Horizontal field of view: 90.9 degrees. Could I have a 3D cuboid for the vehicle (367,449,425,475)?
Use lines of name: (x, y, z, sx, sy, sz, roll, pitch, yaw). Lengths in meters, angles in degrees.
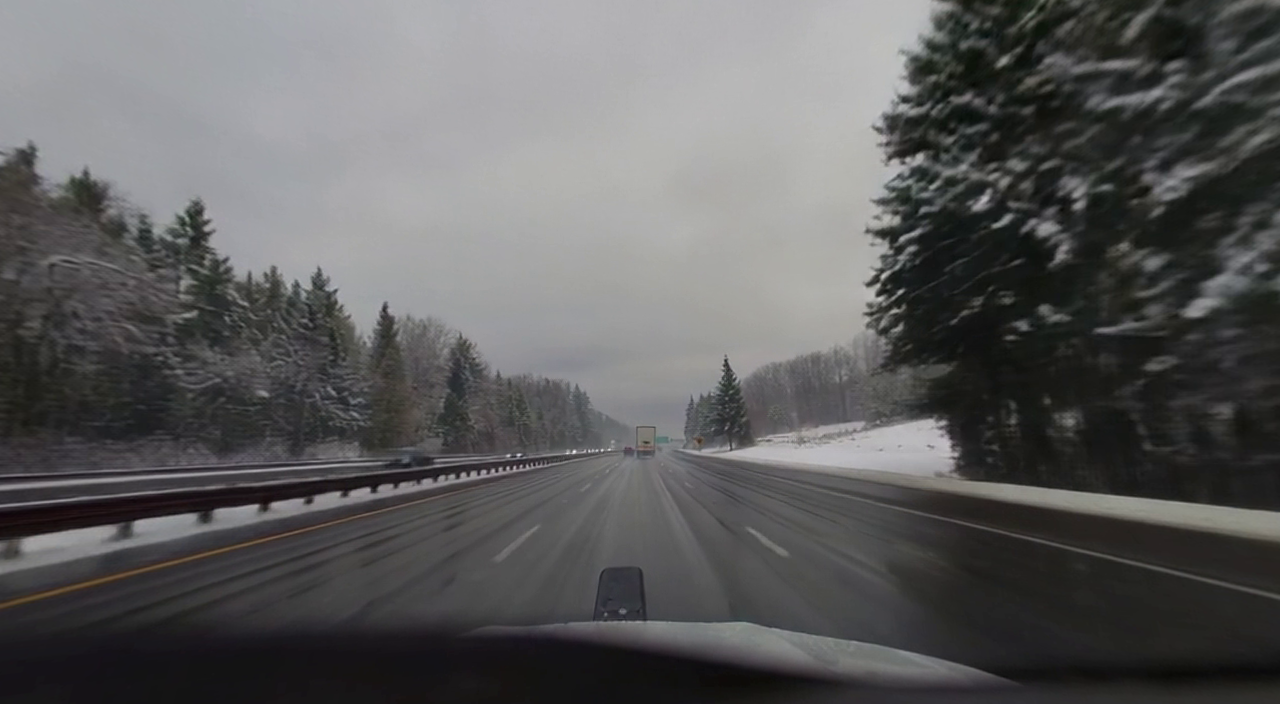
vehicle: (-15.212, 6.873, 39.507, 1.922, 1.539, 4.090, 0, -9, 1)
